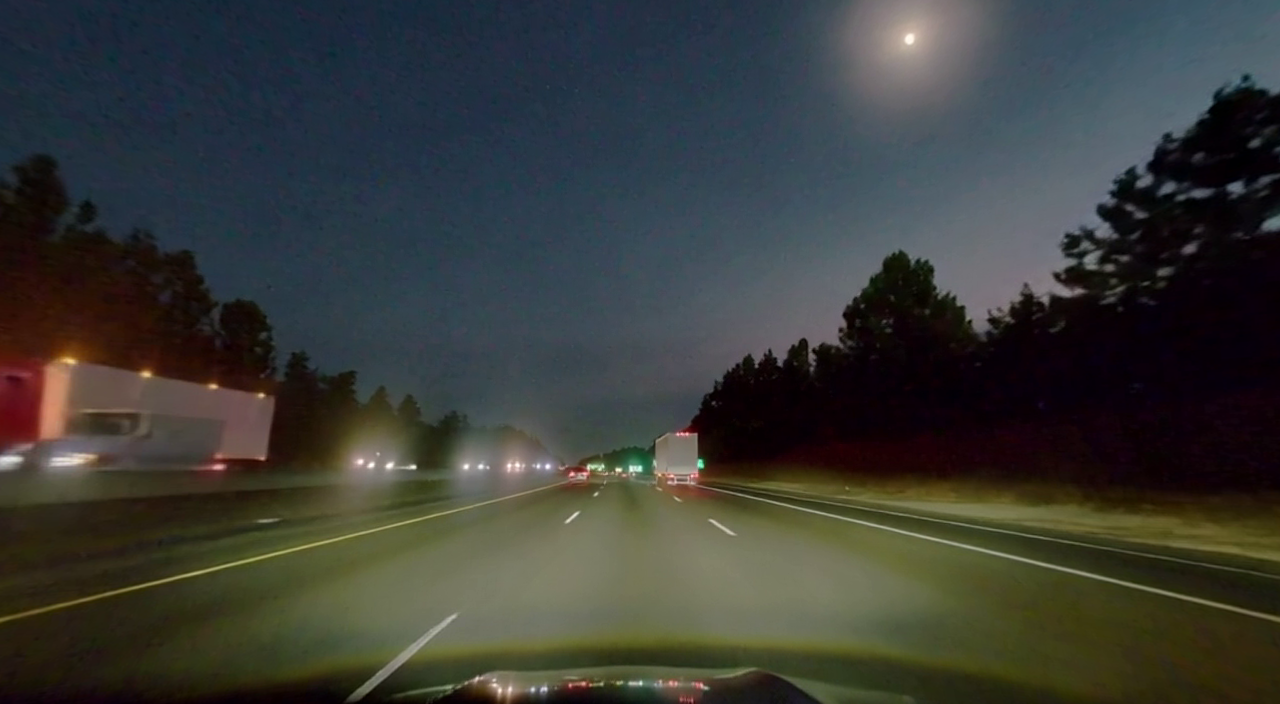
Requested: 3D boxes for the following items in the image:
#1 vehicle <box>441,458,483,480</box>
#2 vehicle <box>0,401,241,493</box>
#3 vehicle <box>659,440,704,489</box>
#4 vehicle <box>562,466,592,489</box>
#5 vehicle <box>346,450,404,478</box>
[{"bbox_3d":[-12.584,8.303,44.768,1.850,1.415,4.233,1,-11,-2],"label":"vehicle"},{"bbox_3d":[-12.030,2.305,14.807,2.058,1.786,4.890,1,-11,-1],"label":"vehicle"},{"bbox_3d":[3.097,8.770,49.172,2.738,3.456,7.520,1,-11,-2],"label":"vehicle"},{"bbox_3d":[-4.381,8.823,44.302,1.868,1.485,3.770,1,-11,-2],"label":"vehicle"},{"bbox_3d":[-16.175,6.889,38.656,1.854,1.582,3.969,1,-11,-2],"label":"vehicle"}]
